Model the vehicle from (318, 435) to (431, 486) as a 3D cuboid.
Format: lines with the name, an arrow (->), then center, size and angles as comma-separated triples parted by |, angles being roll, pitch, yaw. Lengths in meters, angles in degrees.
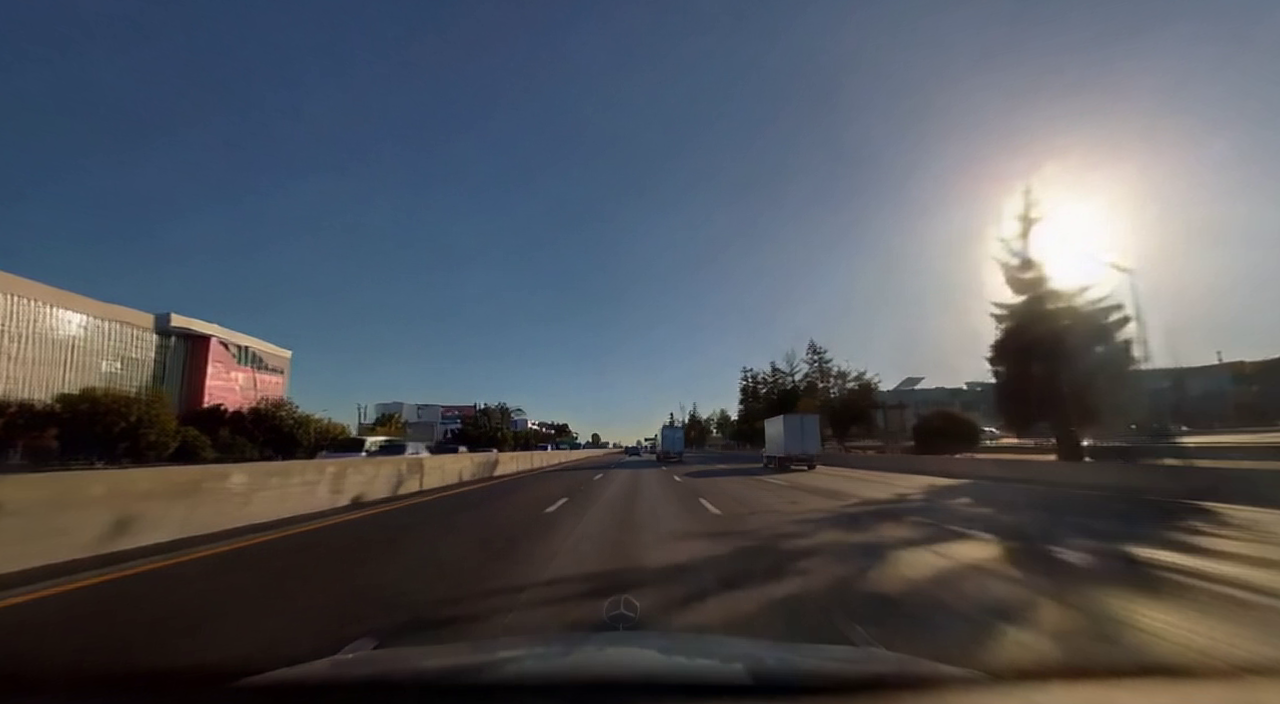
vehicle -> -10.161, 4.203, 24.698 | 2.253, 1.764, 4.794 | 0, -9, 1

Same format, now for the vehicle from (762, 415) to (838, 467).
vehicle -> 11.235, 6.469, 45.528 | 2.912, 3.293, 9.588 | 0, -9, -1
